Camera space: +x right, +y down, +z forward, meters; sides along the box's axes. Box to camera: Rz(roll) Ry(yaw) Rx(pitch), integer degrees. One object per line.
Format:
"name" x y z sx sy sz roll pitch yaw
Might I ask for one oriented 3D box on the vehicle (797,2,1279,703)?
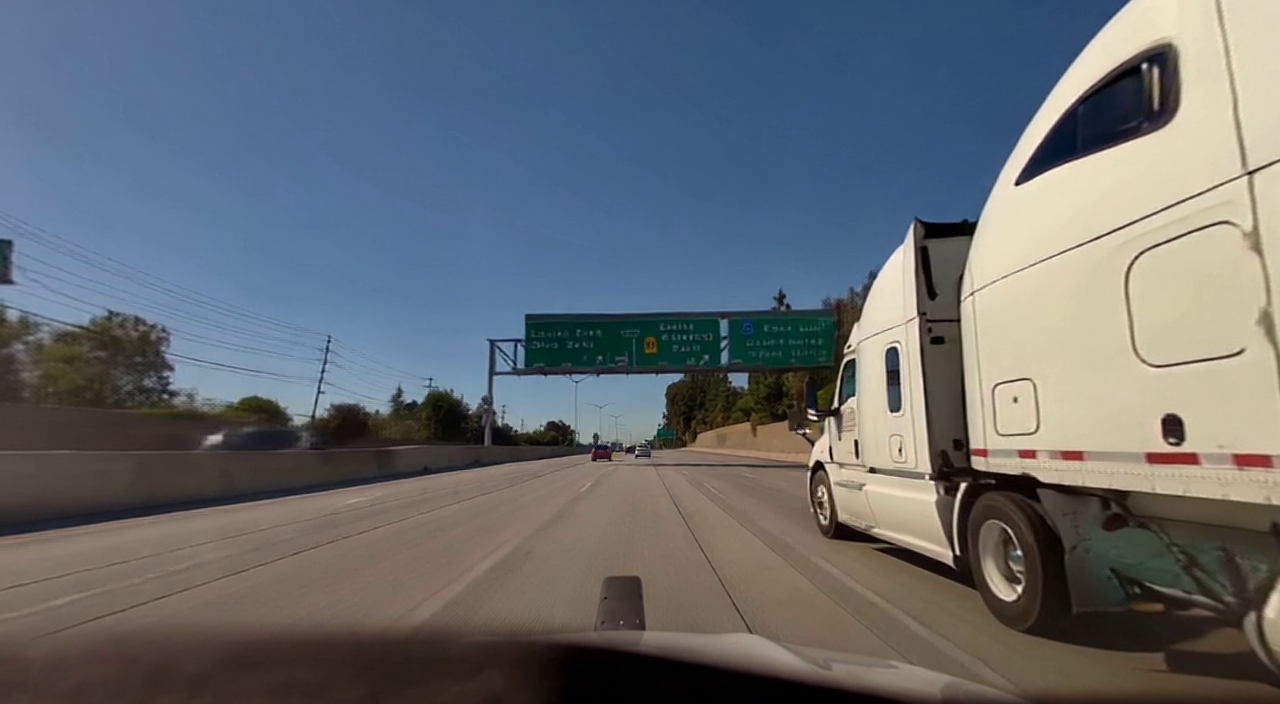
"vehicle" 4.074 0.407 7.104 3.042 4.037 7.253 0 -9 3
